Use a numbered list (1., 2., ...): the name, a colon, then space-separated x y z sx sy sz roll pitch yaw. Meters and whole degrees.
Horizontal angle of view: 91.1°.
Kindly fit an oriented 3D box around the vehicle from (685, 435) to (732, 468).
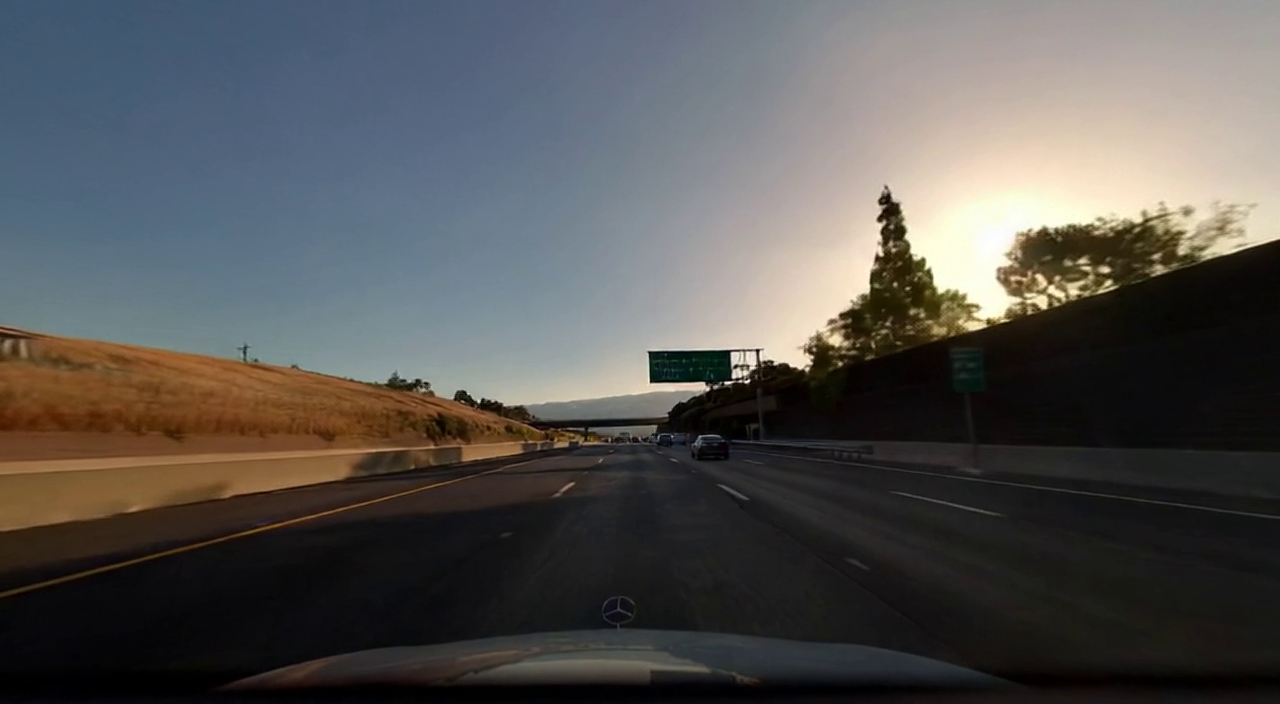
1. vehicle: 3.340 4.888 31.160 1.802 1.492 3.804 0 -8 -1
